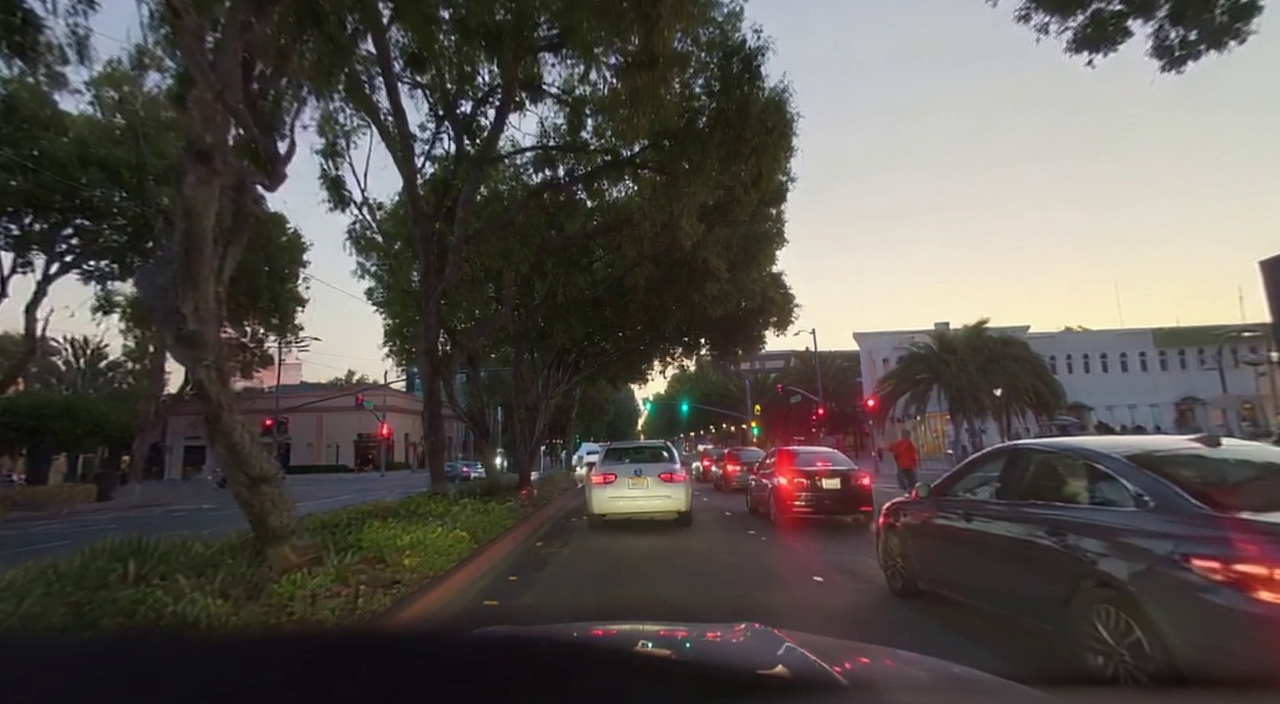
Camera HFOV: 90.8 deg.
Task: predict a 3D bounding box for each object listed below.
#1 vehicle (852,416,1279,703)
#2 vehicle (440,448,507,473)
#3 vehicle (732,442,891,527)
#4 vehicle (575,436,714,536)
[{"bbox_3d":[3.247,1.289,4.413,1.912,1.454,4.537,0,-9,0],"label":"vehicle"},{"bbox_3d":[-13.118,8.501,49.793,4.642,1.889,2.210,5,-10,-29],"label":"vehicle"},{"bbox_3d":[3.353,2.682,13.411,1.996,1.469,4.495,0,-9,-1],"label":"vehicle"},{"bbox_3d":[0.054,2.370,11.769,2.118,1.512,4.013,0,-9,0],"label":"vehicle"}]
